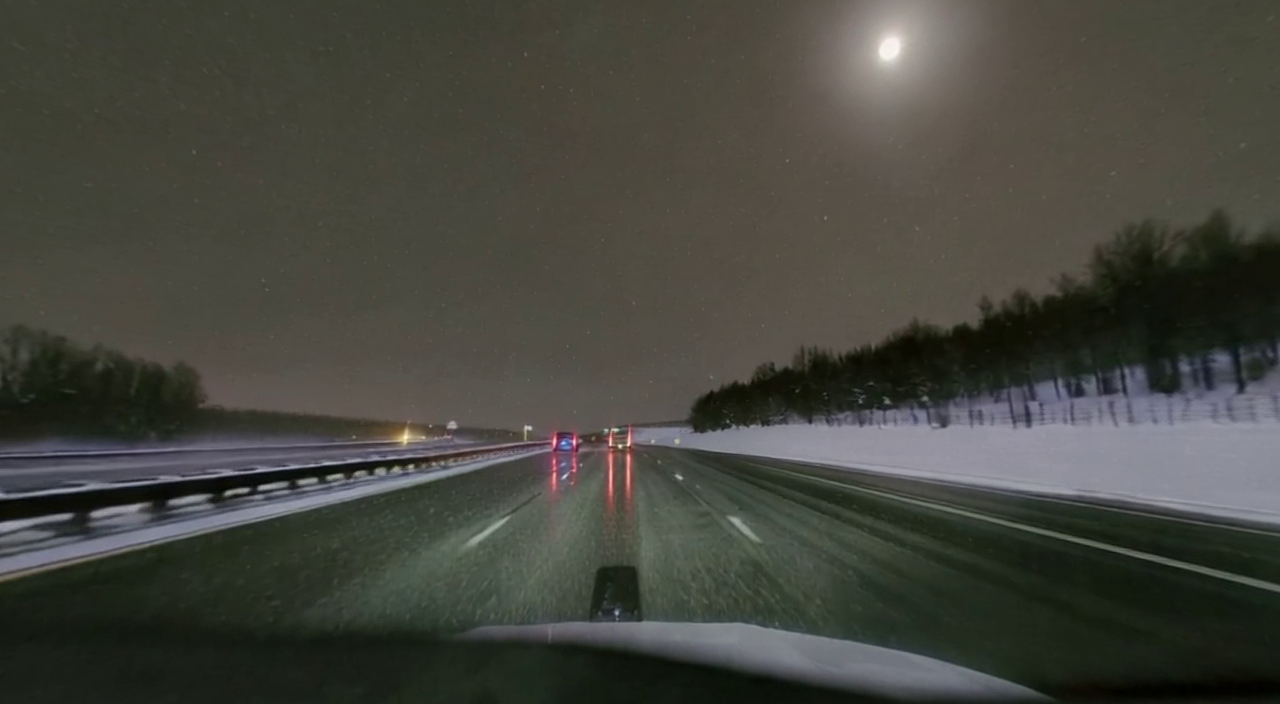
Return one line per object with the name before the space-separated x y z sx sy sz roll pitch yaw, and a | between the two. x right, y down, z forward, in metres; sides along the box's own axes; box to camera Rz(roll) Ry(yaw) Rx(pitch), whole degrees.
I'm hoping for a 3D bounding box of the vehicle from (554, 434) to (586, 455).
vehicle | -5.421 7.158 49.186 2.141 1.534 5.099 0 -8 -3
